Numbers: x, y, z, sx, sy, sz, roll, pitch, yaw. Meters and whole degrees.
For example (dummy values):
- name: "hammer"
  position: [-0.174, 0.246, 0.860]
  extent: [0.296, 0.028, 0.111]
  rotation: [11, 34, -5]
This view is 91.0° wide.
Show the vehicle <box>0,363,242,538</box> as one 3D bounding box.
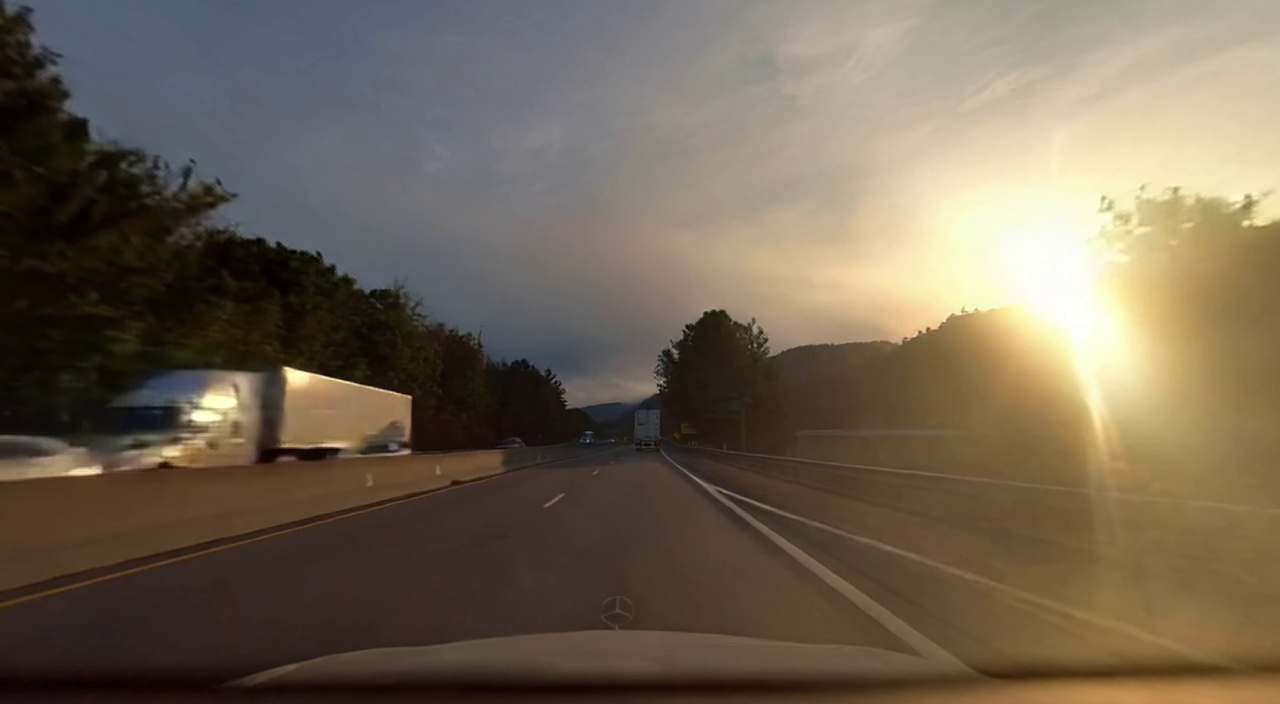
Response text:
- name: "vehicle"
  position: [-10.009, 1.705, 11.009]
  extent: [2.304, 2.391, 5.779]
  rotation: [0, -8, 0]
